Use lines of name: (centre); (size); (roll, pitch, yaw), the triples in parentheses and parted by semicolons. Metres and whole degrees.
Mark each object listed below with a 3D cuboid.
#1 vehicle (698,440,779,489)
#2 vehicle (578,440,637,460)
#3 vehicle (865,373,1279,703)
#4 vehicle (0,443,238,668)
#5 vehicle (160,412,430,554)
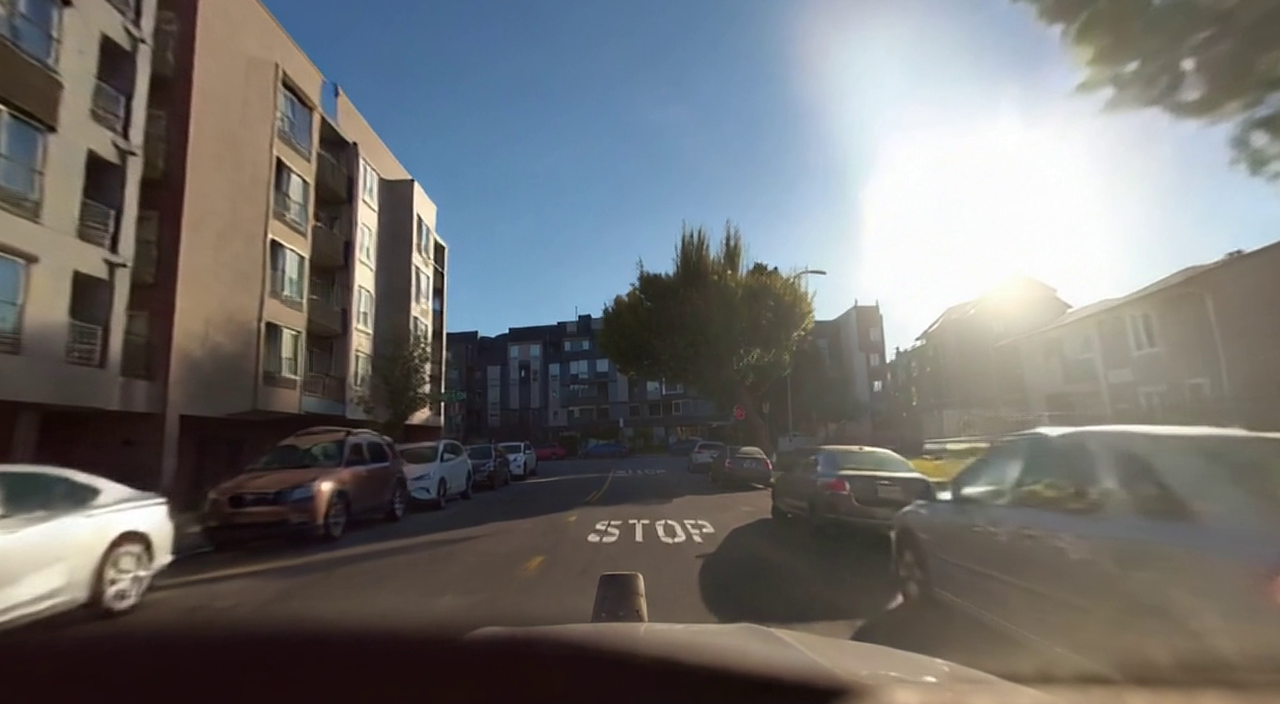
vehicle: (3.241, 3.800, 21.659); (1.919, 1.490, 4.339); (0, -8, -2)
vehicle: (-2.510, 7.526, 48.700); (4.489, 1.470, 1.776); (1, -8, -3)
vehicle: (3.219, 1.125, 3.866); (2.099, 1.585, 4.208); (0, -8, 0)
vehicle: (-5.372, 1.379, 4.316); (2.119, 1.500, 4.953); (0, -8, -2)
vehicle: (-5.551, 2.143, 11.100); (2.216, 1.953, 4.553); (0, -8, -1)
